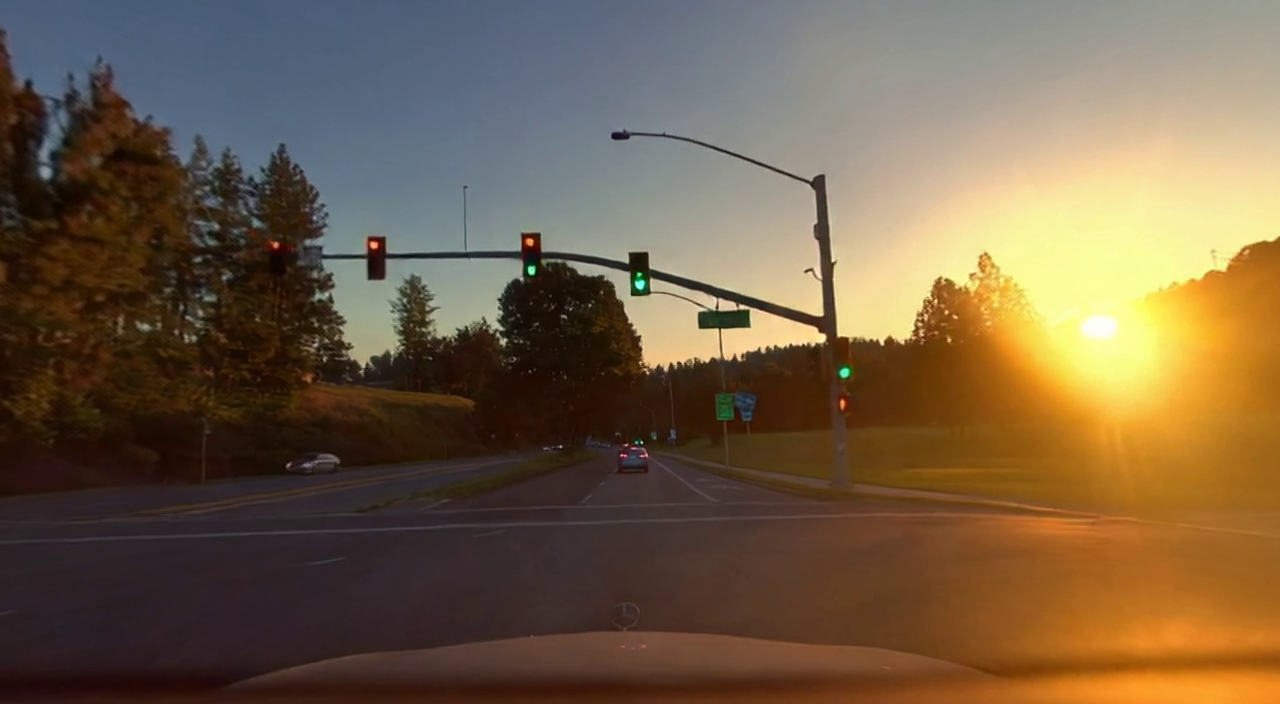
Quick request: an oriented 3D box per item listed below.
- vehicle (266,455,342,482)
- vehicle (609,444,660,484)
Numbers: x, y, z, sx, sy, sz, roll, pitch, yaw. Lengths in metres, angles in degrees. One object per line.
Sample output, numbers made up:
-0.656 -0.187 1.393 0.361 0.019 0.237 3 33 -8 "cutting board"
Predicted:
-20.981 7.306 39.580 2.175 1.492 4.722 -1 -9 1 "vehicle"
-0.231 4.587 26.035 1.954 1.469 3.465 -1 -9 0 "vehicle"
